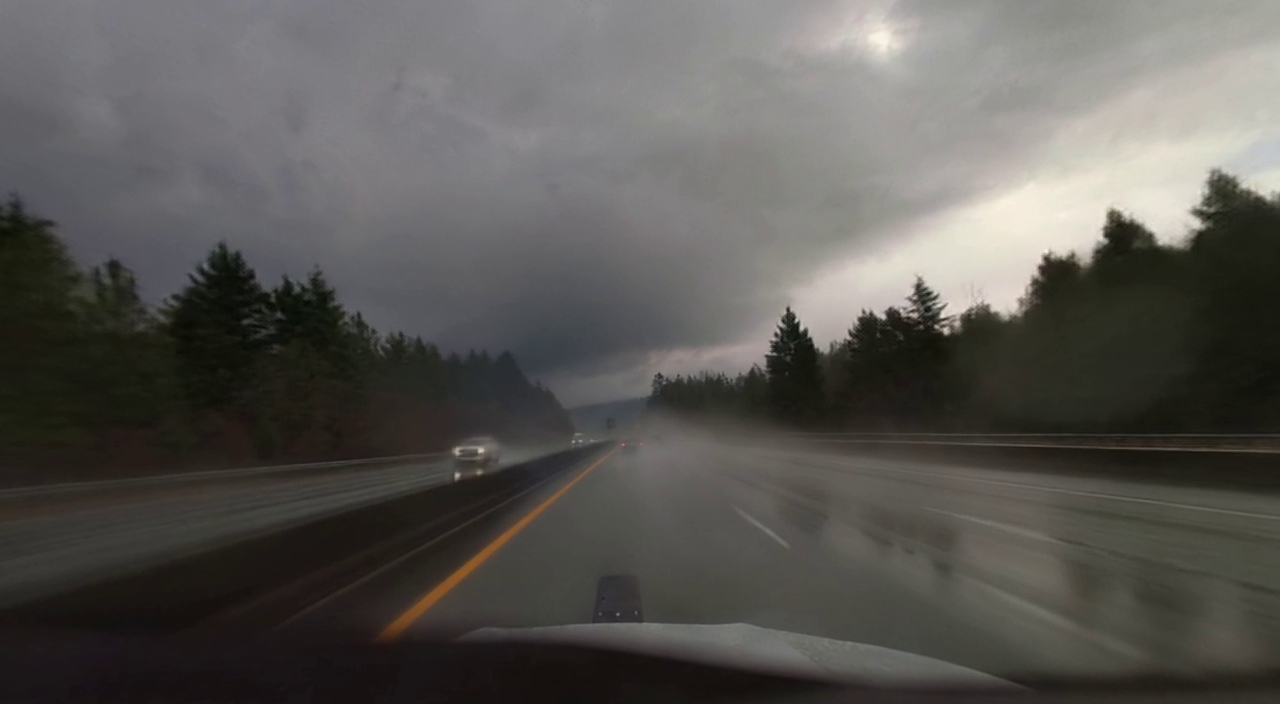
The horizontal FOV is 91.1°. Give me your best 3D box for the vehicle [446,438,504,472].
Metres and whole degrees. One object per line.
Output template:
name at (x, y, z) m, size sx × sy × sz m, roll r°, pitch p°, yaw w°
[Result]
vehicle at (-9.741, 6.059, 37.500) m, size 2.083 × 1.878 × 5.006 m, roll 0°, pitch -8°, yaw 0°
